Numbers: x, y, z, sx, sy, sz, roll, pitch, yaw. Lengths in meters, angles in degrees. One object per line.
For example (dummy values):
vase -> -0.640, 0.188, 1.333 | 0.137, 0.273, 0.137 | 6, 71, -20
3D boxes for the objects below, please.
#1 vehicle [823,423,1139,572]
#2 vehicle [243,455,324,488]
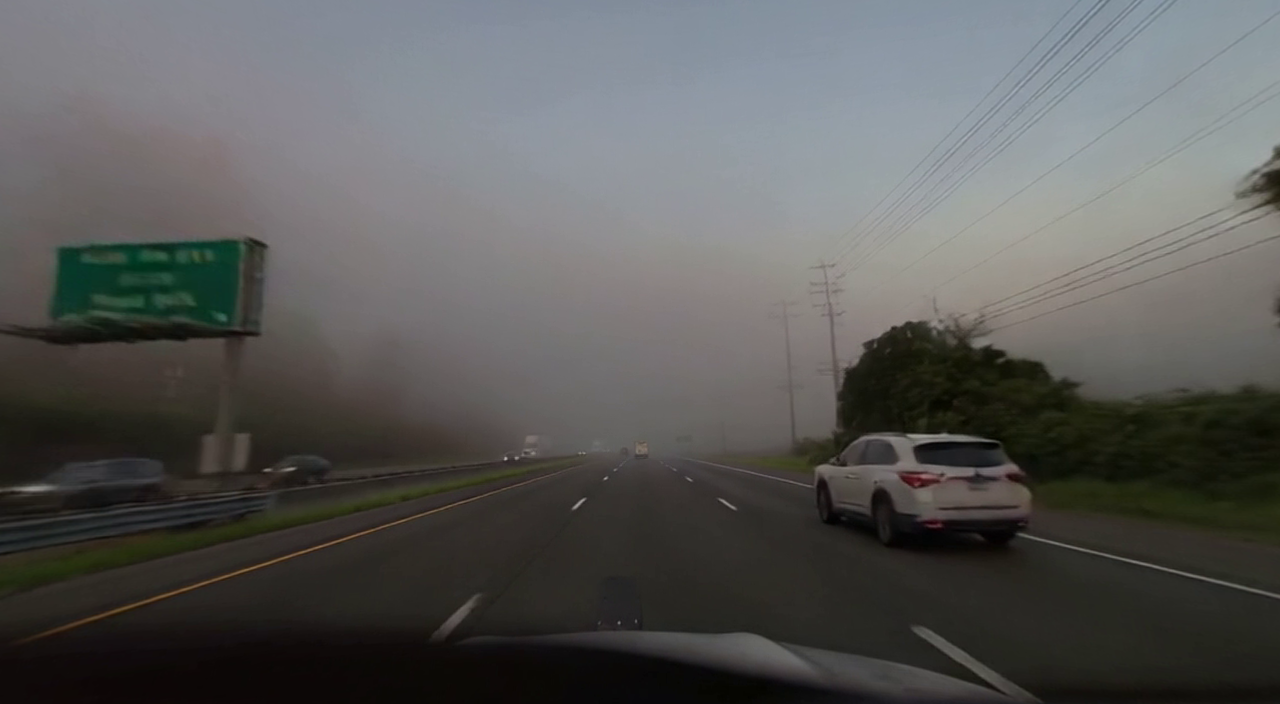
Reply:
vehicle -> 4.256, 1.870, 8.801 | 2.054, 1.565, 4.089 | 0, -9, -1
vehicle -> -19.373, 6.463, 34.251 | 1.907, 1.622, 4.260 | 0, -9, 0
